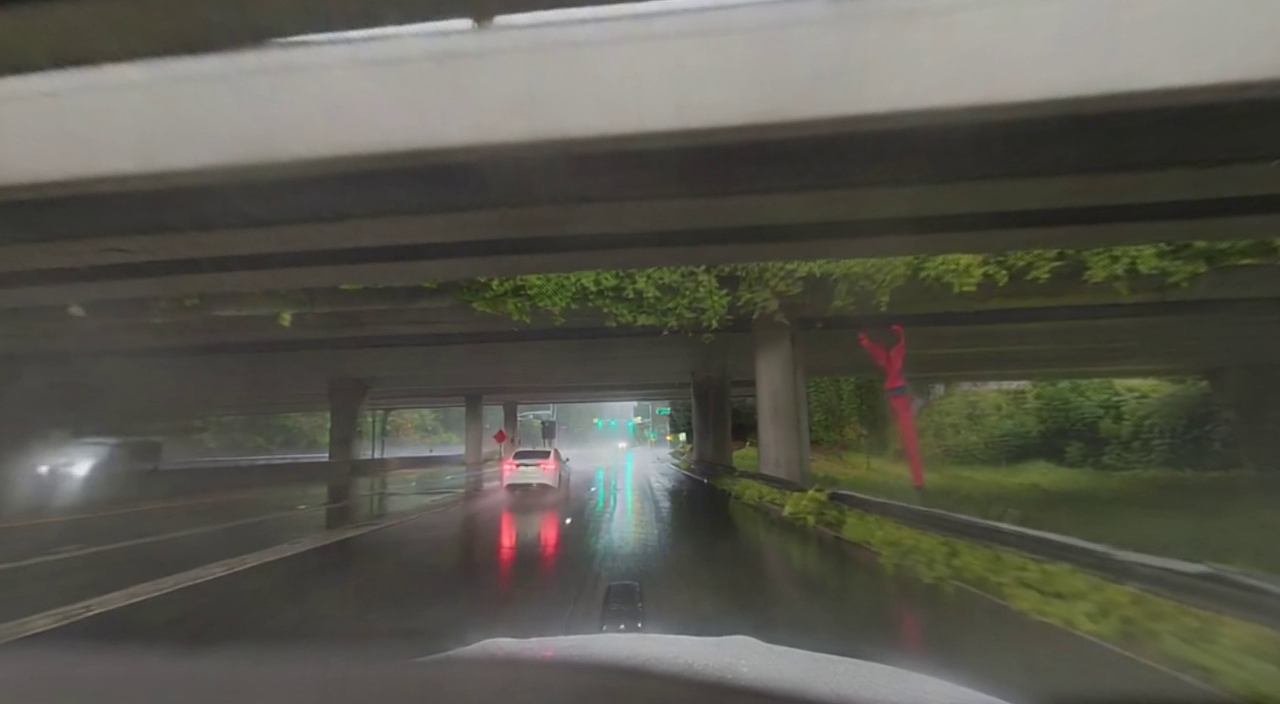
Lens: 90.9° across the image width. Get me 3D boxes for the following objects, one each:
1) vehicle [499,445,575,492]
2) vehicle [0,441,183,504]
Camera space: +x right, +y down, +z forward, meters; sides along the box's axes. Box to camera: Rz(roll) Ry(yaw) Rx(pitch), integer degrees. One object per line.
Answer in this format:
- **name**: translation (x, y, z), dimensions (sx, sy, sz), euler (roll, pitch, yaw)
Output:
- **vehicle**: translation (-3.467, 4.020, 22.113), dimensions (1.963, 1.460, 4.614), euler (0, -9, -1)
- **vehicle**: translation (-18.102, 3.930, 20.986), dimensions (2.196, 1.834, 4.766), euler (0, -9, -1)
